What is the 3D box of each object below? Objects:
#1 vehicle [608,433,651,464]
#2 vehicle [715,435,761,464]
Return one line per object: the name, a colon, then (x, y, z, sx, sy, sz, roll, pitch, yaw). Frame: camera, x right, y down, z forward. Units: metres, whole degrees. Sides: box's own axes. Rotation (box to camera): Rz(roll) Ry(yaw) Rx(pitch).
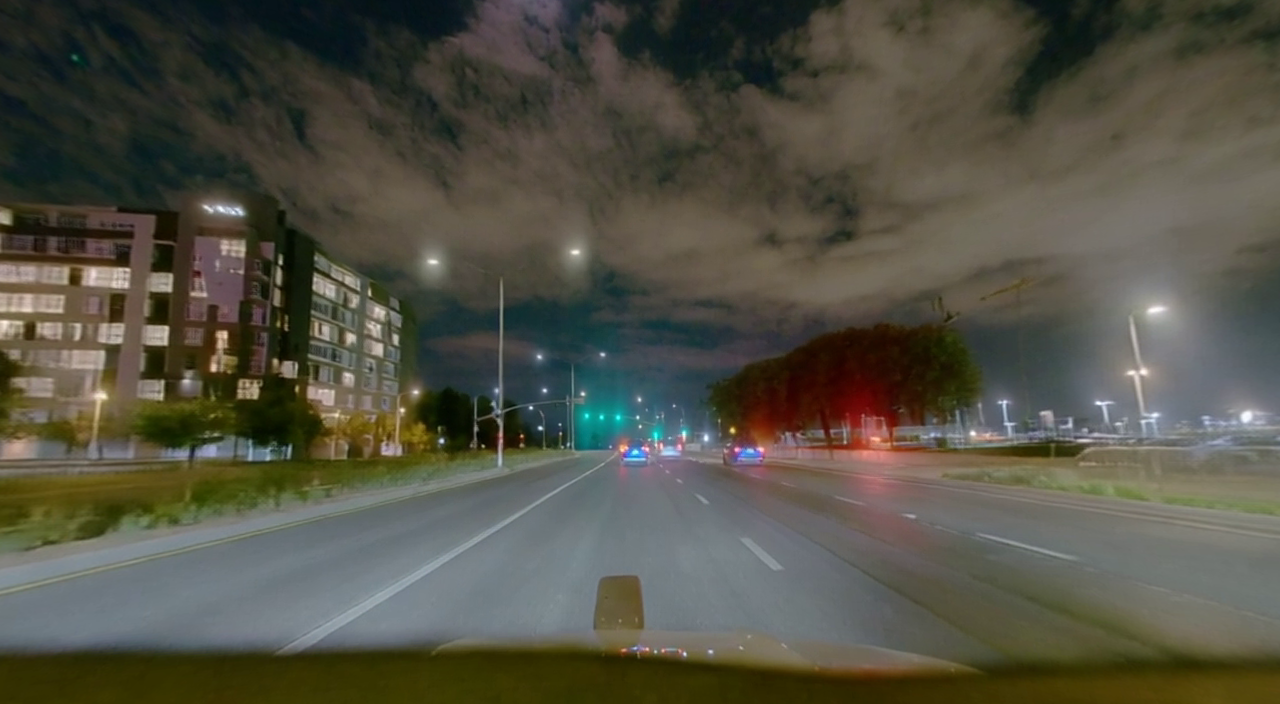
vehicle: (-0.658, 6.491, 42.323, 2.682, 1.908, 5.706, 0, -9, 0)
vehicle: (6.546, 6.577, 42.474, 2.136, 1.799, 4.796, 1, -9, -2)
